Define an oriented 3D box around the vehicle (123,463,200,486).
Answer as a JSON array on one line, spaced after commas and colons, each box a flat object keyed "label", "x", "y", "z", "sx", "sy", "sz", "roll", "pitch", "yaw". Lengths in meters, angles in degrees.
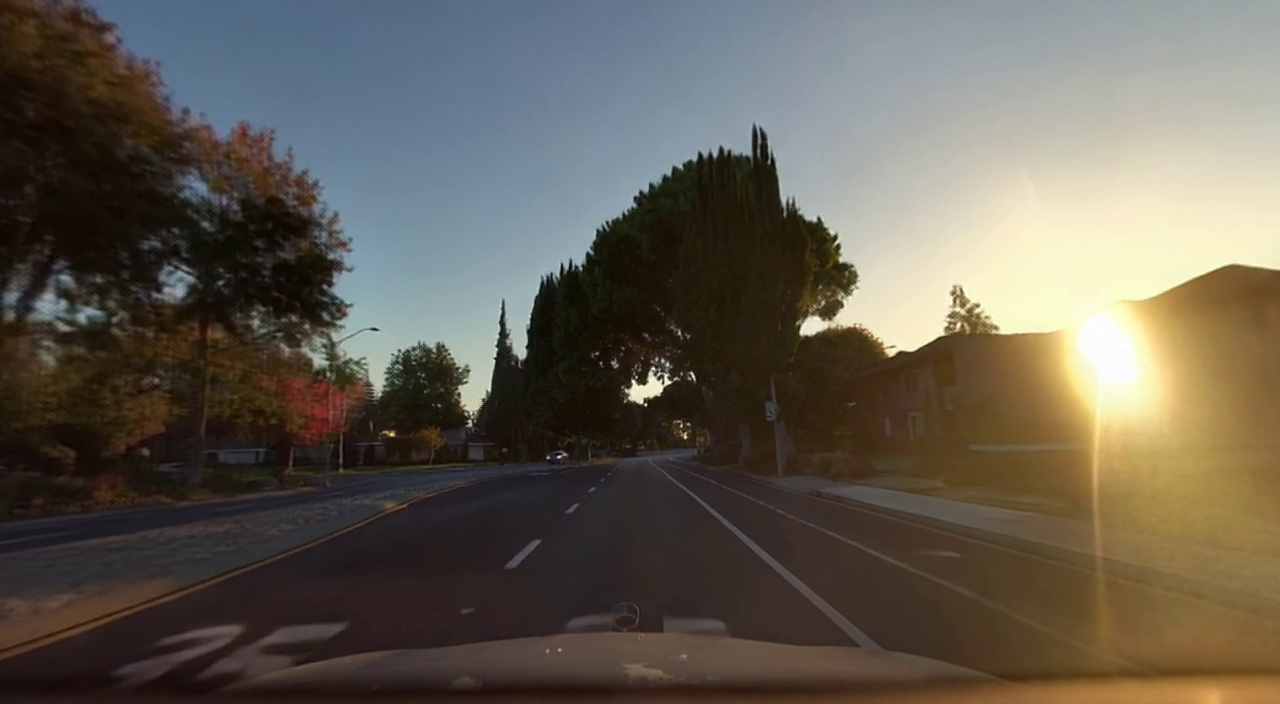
[{"label": "vehicle", "x": -37.016, "y": 9.447, "z": 48.777, "sx": 1.845, "sy": 1.560, "sz": 4.296, "roll": -4, "pitch": -9, "yaw": 24}]
